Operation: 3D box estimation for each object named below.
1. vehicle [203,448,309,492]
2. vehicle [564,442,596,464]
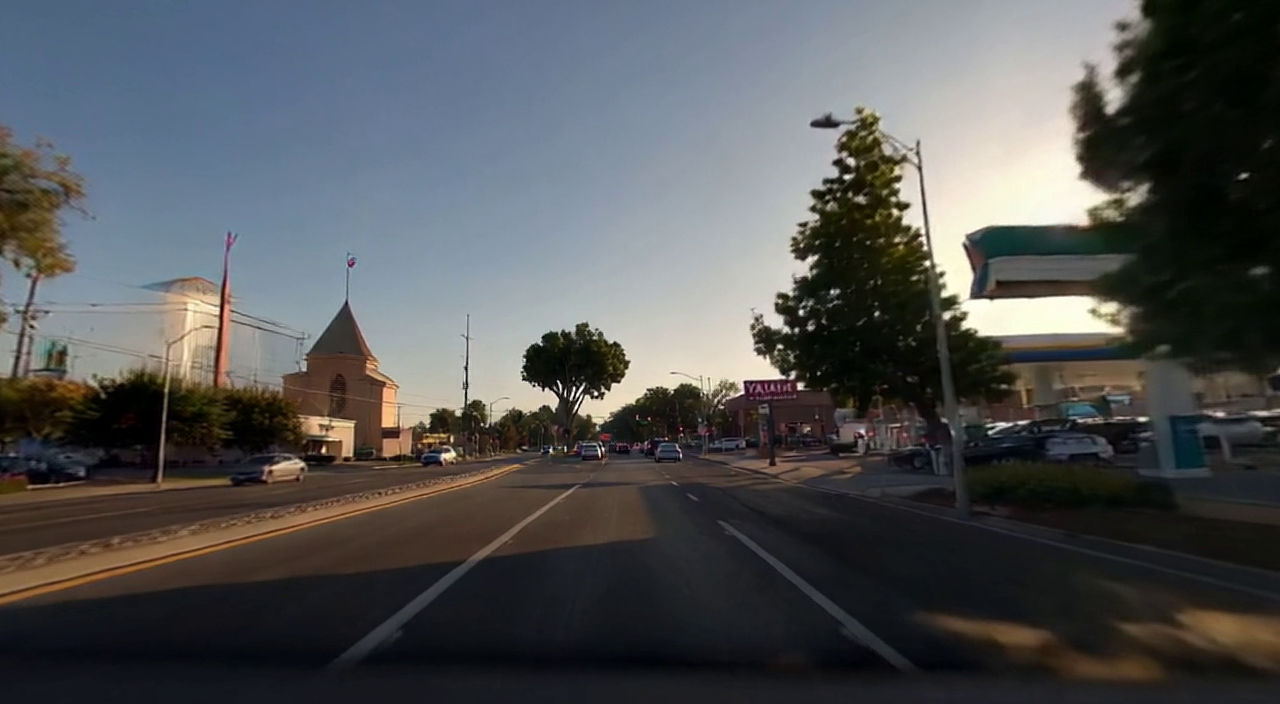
[{"bbox_3d":[-18.276,5.605,30.436,2.129,1.797,4.866,-4,-8,0],"label":"vehicle"},{"bbox_3d":[-4.597,7.775,48.762,2.040,1.661,4.573,0,-8,0],"label":"vehicle"}]
